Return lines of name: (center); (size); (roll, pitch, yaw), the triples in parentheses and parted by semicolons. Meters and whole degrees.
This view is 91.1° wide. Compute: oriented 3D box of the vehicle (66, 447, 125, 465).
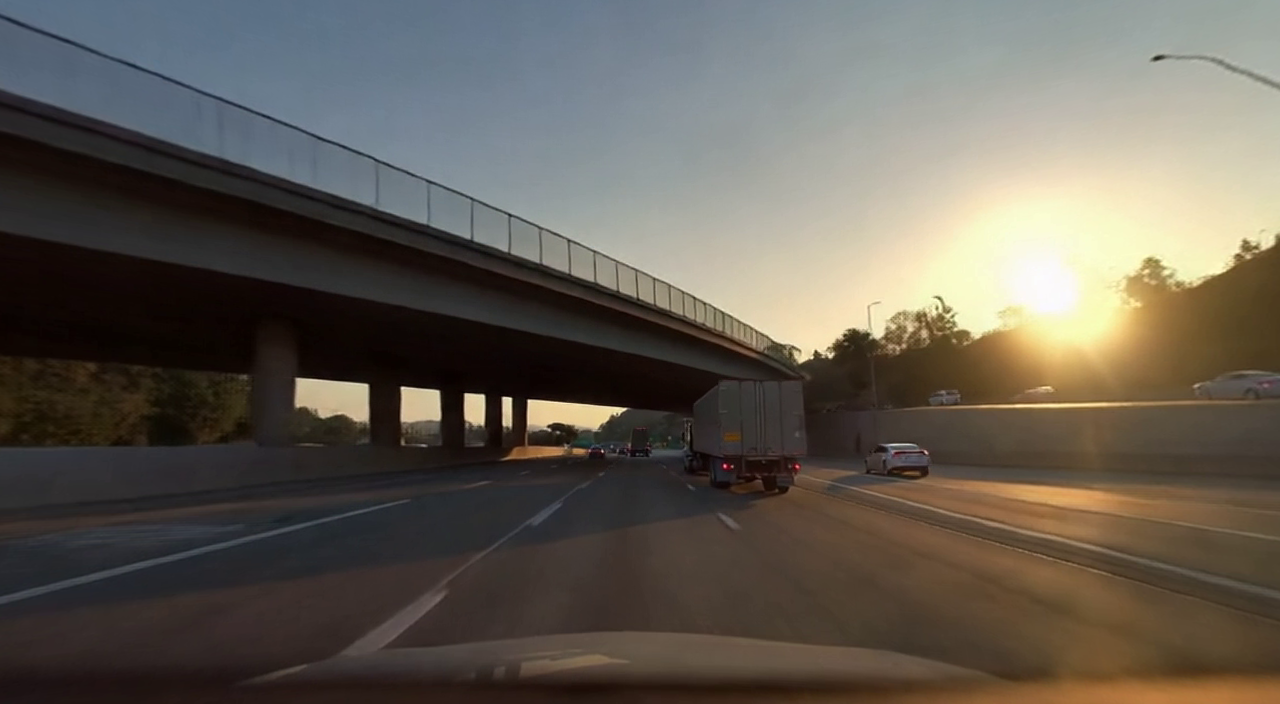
vehicle: (-41.979, 7.984, 48.454); (1.609, 1.325, 3.323); (0, -8, -1)

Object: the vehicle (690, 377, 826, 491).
vehicle: (3.922, 3.206, 24.057); (3.049, 3.395, 10.595); (0, -8, -1)

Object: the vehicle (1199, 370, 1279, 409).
vehicle: (28.452, 1.751, 28.598); (1.928, 1.603, 4.315); (1, -6, -2)

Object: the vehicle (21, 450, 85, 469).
vehicle: (-46.048, 8.409, 49.328); (1.591, 1.386, 3.505); (0, -8, -1)

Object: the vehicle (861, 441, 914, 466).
vehicle: (17.323, 7.141, 44.140); (2.021, 1.549, 4.322); (1, -9, 0)
